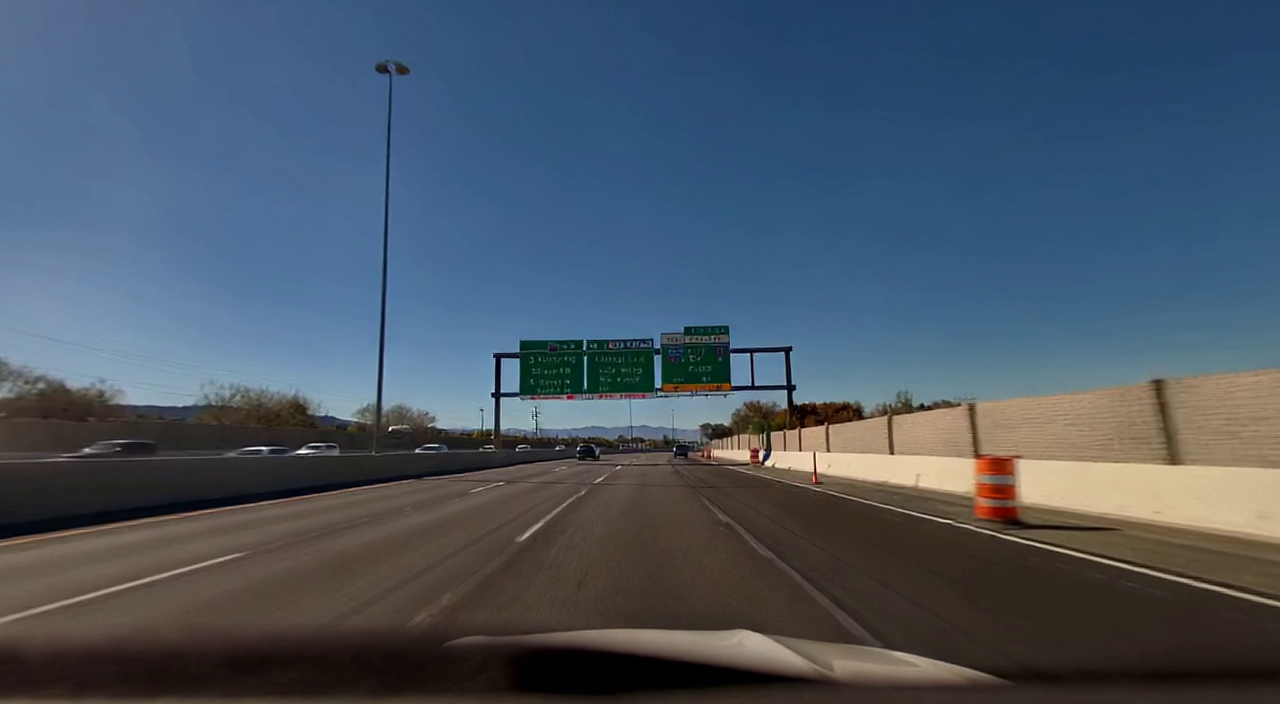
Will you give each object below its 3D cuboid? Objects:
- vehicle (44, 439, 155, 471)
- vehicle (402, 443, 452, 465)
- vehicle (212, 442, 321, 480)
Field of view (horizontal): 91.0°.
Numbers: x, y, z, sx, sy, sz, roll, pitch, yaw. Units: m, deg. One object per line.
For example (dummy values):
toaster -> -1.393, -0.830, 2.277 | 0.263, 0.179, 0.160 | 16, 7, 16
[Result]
vehicle -> -29.583, 5.660, 34.689 | 1.901, 1.624, 4.558 | -1, -9, 2
vehicle -> -15.861, 7.625, 47.056 | 1.937, 1.515, 4.594 | -1, -9, 3
vehicle -> -16.099, 4.717, 27.458 | 1.920, 1.477, 4.432 | 0, -9, 2
